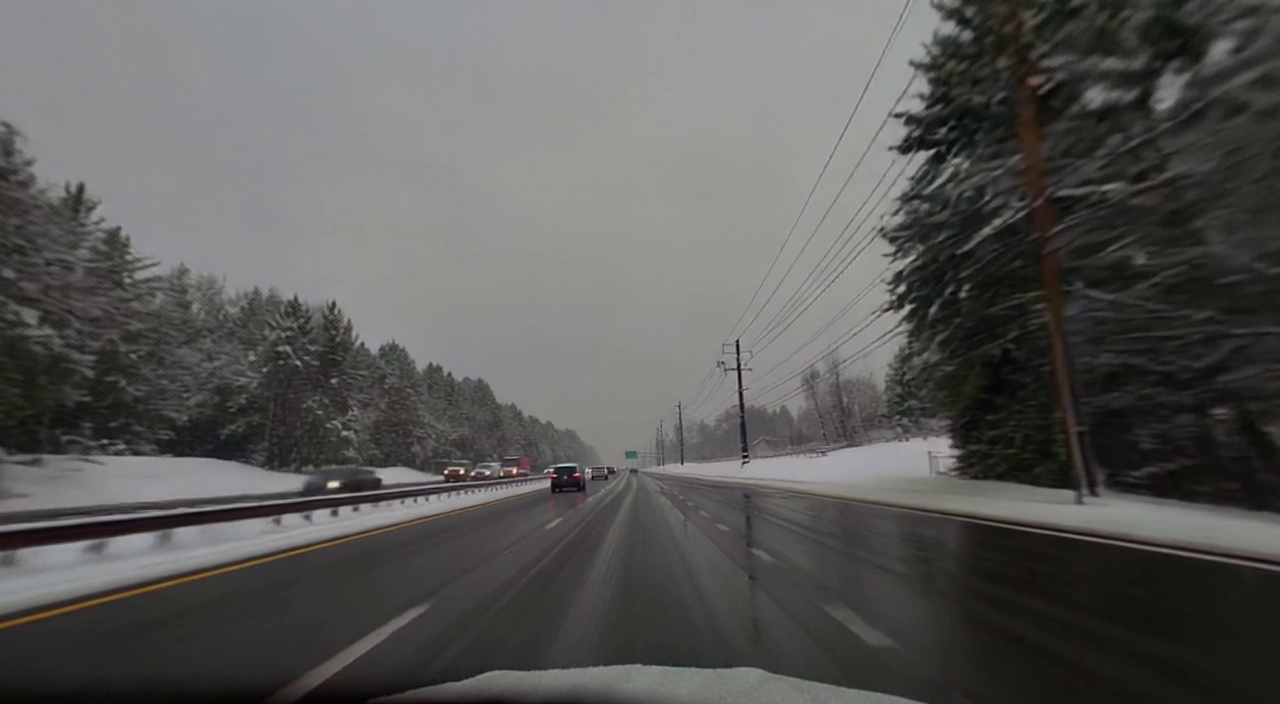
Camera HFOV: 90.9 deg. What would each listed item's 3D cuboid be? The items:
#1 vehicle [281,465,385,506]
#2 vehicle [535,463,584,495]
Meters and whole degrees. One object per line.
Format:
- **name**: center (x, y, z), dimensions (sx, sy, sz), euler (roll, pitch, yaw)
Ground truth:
- **vehicle**: center (-12.399, 5.402, 25.810), dimensions (1.968, 1.472, 4.444), euler (1, -11, 0)
- **vehicle**: center (-4.128, 6.635, 33.031), dimensions (1.963, 1.501, 4.227), euler (1, -11, 1)
